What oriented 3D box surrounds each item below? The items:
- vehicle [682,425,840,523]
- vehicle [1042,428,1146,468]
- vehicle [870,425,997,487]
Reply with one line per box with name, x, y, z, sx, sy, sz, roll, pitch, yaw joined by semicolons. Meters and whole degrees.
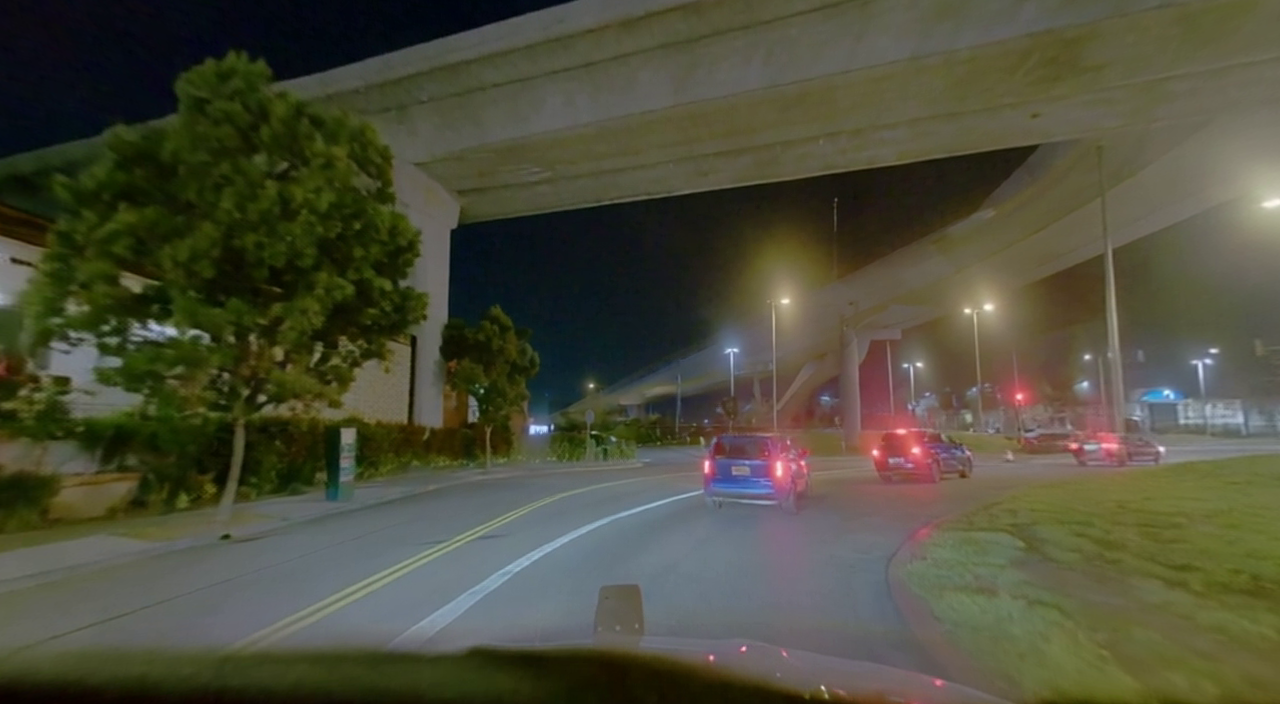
vehicle;2.653;2.362;12.829;2.087;1.578;4.652;-4;-9;24
vehicle;21.407;4.500;29.803;4.310;1.762;1.995;4;-9;-25
vehicle;10.297;3.568;22.021;4.771;1.885;2.241;8;-11;-42
